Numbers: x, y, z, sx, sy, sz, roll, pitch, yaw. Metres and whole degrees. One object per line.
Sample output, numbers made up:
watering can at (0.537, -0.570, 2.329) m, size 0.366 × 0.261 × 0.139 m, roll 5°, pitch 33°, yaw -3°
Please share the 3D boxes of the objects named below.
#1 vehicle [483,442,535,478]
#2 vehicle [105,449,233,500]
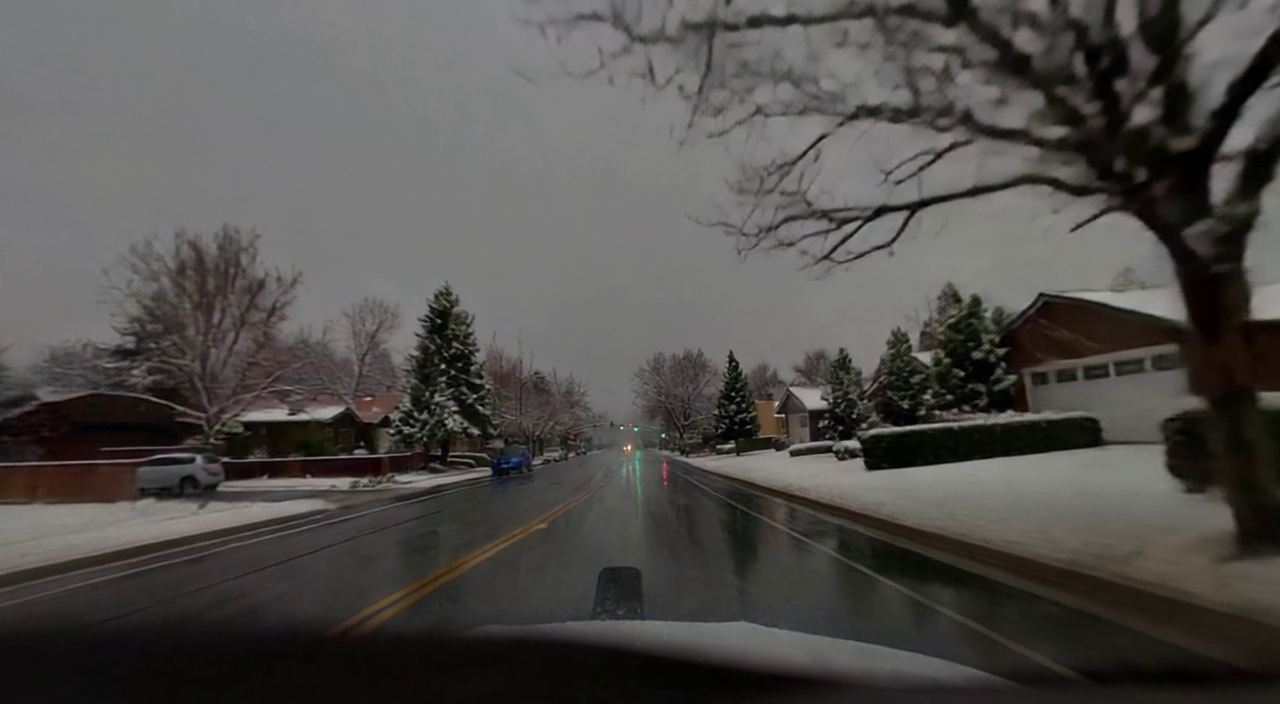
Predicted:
vehicle at (-7.544, 6.244, 36.714) m, size 2.209 × 1.807 × 4.432 m, roll -3°, pitch -9°, yaw -2°
vehicle at (-19.079, 4.944, 25.892) m, size 1.961 × 1.772 × 4.253 m, roll -3°, pitch -9°, yaw 0°
